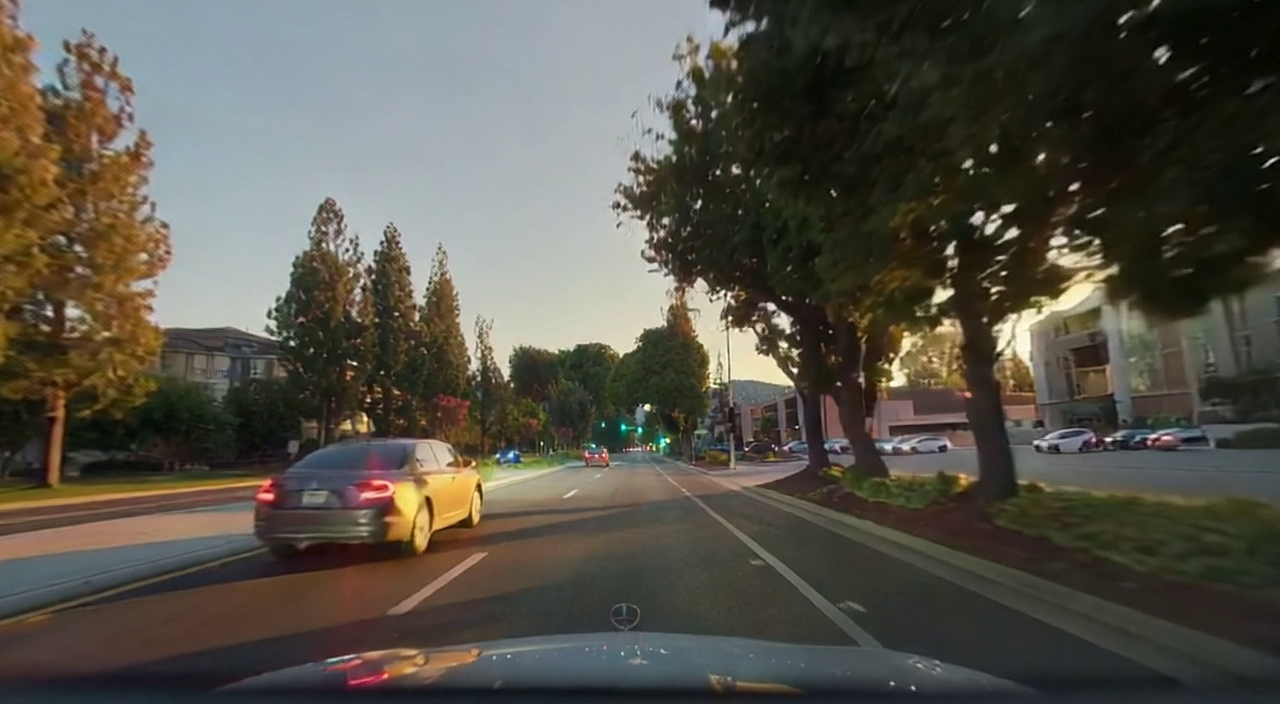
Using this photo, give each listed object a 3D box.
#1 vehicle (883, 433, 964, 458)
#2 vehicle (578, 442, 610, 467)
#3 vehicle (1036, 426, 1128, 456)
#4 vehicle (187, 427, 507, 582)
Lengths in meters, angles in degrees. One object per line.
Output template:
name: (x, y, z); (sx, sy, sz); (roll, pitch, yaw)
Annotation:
vehicle: (19.512, 6.447, 43.593); (4.465, 1.587, 2.178); (0, -11, -6)
vehicle: (-3.433, 7.763, 47.957); (2.138, 1.733, 4.427); (0, -9, 0)
vehicle: (27.273, 5.580, 39.218); (1.837, 1.720, 4.764); (1, -9, -7)
vehicle: (-3.388, 1.870, 8.690); (2.011, 1.498, 4.914); (0, -9, 1)
